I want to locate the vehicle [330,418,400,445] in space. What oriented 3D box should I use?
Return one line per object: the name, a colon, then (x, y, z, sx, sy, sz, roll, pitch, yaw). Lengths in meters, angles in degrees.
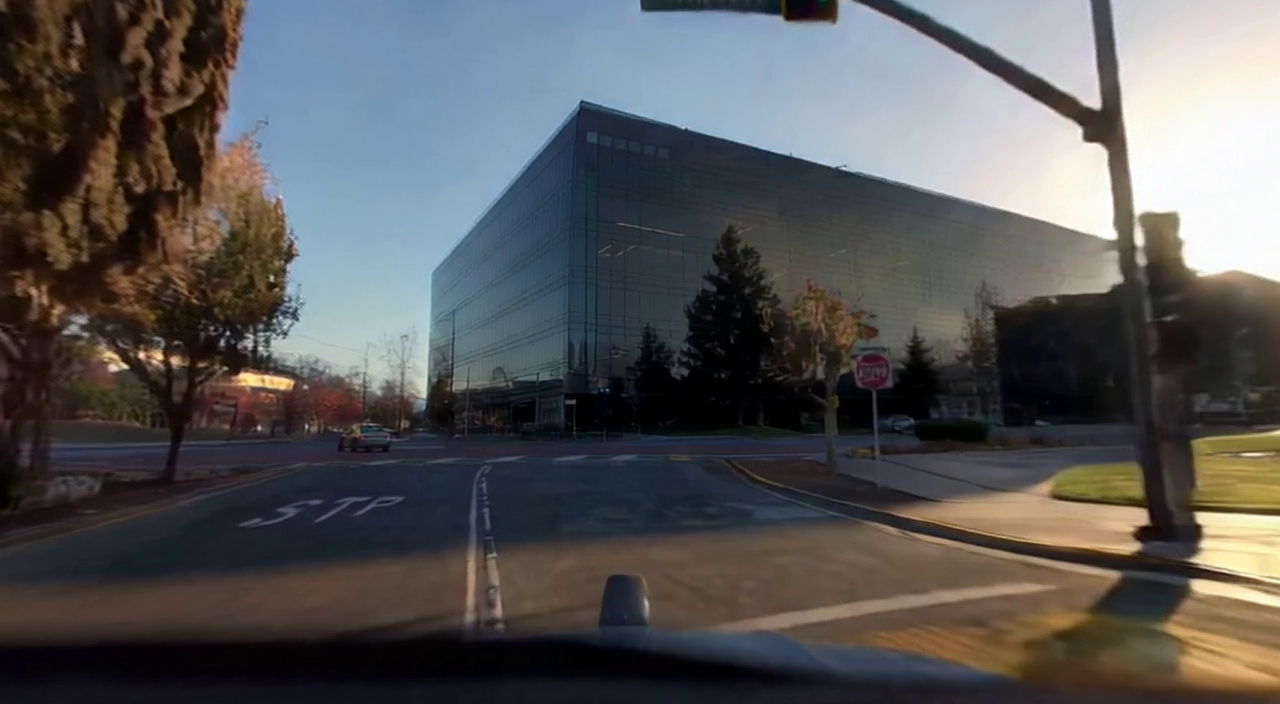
vehicle: (-20.733, 6.019, 47.421, 5.570, 1.923, 2.336, -6, -10, 37)
